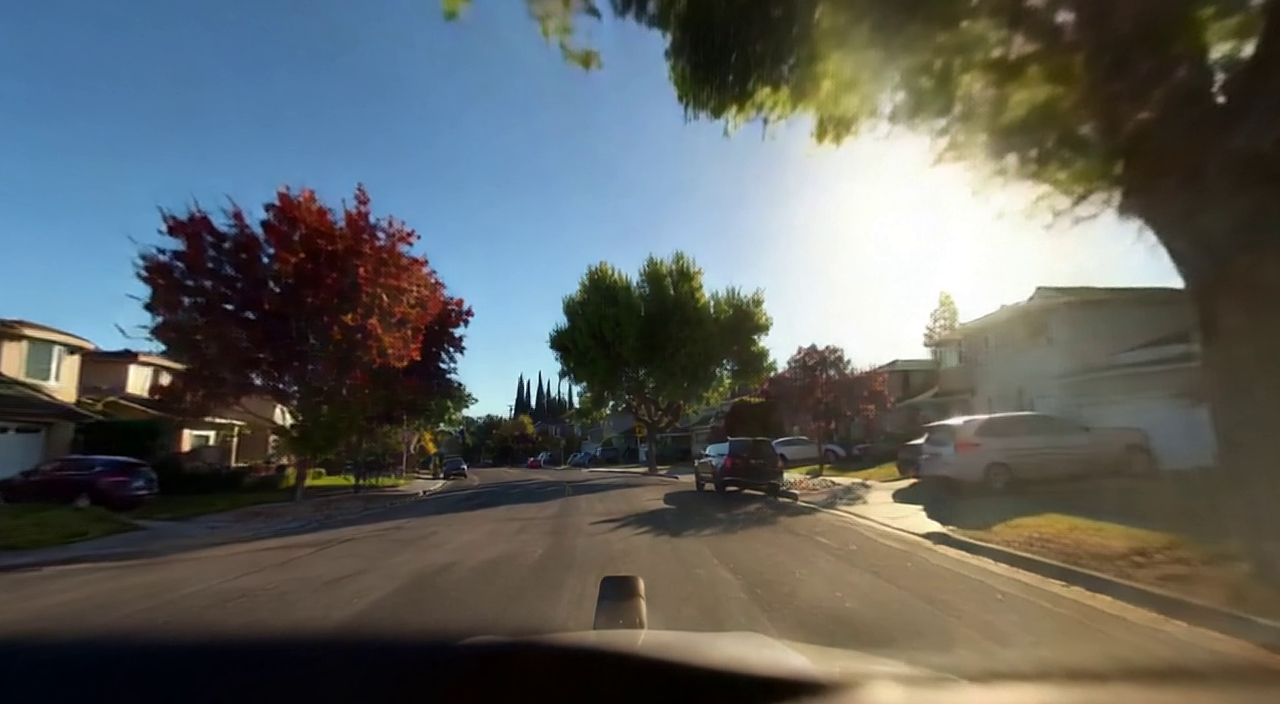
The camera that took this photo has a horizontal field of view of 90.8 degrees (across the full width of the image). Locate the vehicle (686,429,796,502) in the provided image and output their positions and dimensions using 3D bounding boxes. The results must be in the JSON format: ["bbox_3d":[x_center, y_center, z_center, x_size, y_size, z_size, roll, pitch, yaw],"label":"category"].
[{"bbox_3d":[2.952,3.481,19.770,2.214,1.962,4.733,0,-9,-6],"label":"vehicle"}]

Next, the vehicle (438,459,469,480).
[{"bbox_3d":[-14.100,8.848,47.695,1.902,1.434,4.313,3,-9,-20],"label":"vehicle"}]

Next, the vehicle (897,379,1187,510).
[{"bbox_3d":[8.761,2.049,14.163,4.801,2.139,2.164,-6,-8,-2],"label":"vehicle"}]

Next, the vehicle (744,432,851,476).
[{"bbox_3d":[7.790,5.104,31.692,4.666,1.655,2.169,-6,-9,1],"label":"vehicle"}]
